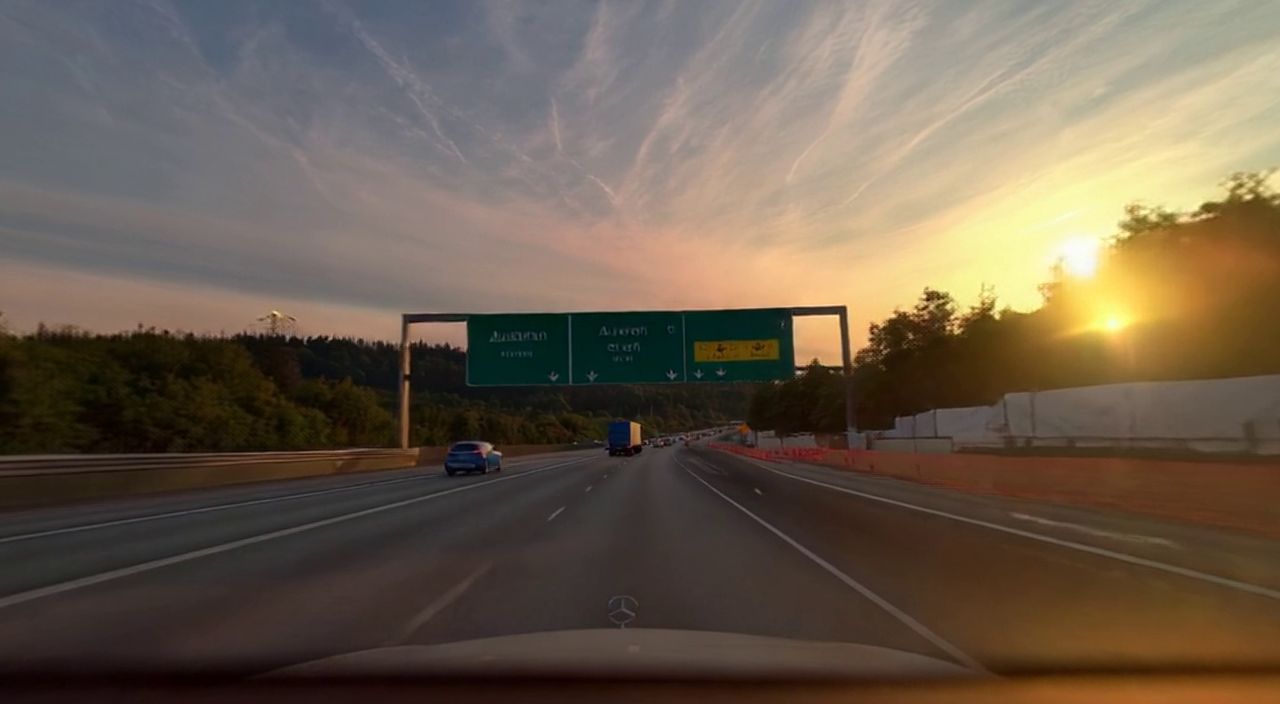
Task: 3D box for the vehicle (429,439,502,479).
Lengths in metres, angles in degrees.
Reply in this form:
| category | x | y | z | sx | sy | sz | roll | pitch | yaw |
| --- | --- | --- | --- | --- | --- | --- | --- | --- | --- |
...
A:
| category | x | y | z | sx | sy | sz | roll | pitch | yaw |
| --- | --- | --- | --- | --- | --- | --- | --- | --- | --- |
| vehicle | -7.421 | 4.605 | 27.243 | 1.893 | 1.566 | 4.051 | 0 | -9 | 1 |
